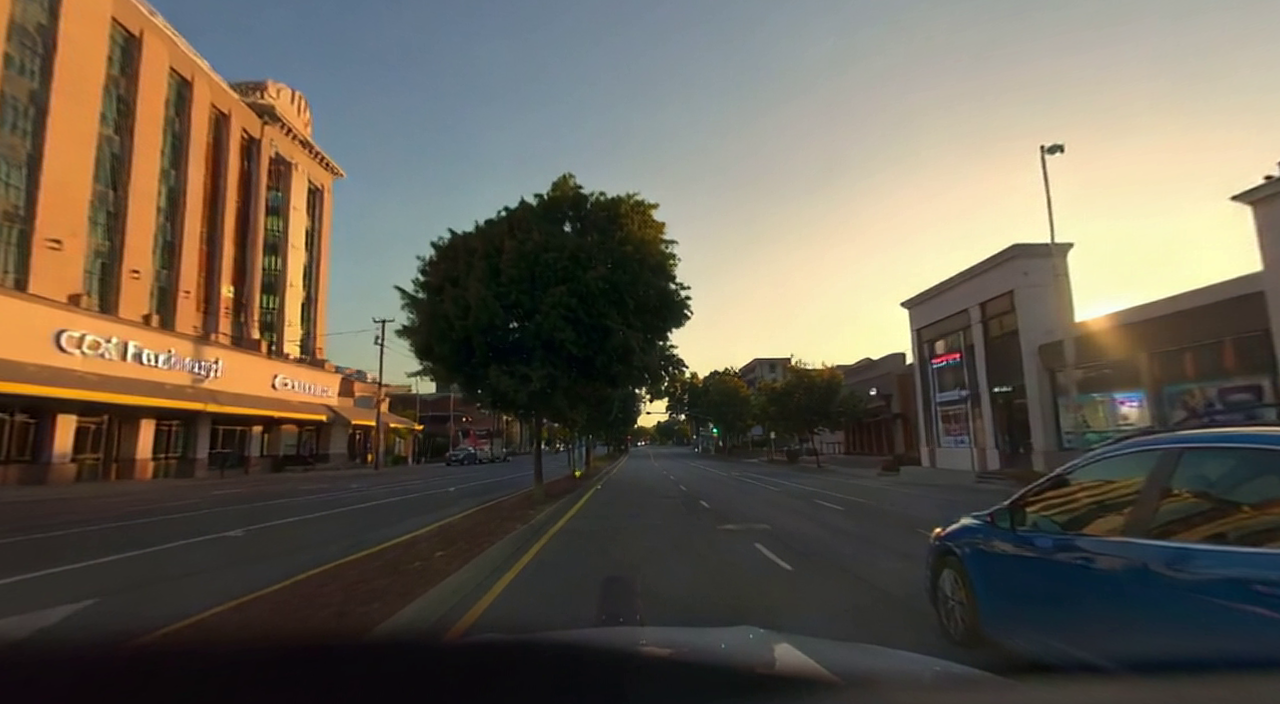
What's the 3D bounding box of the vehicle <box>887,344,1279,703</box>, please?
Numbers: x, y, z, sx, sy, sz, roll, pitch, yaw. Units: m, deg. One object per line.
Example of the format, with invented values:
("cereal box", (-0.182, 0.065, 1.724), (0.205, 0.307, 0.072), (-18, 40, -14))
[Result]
("vehicle", (3.028, 0.867, 2.476), (2.015, 1.641, 4.995), (0, -8, -1))
